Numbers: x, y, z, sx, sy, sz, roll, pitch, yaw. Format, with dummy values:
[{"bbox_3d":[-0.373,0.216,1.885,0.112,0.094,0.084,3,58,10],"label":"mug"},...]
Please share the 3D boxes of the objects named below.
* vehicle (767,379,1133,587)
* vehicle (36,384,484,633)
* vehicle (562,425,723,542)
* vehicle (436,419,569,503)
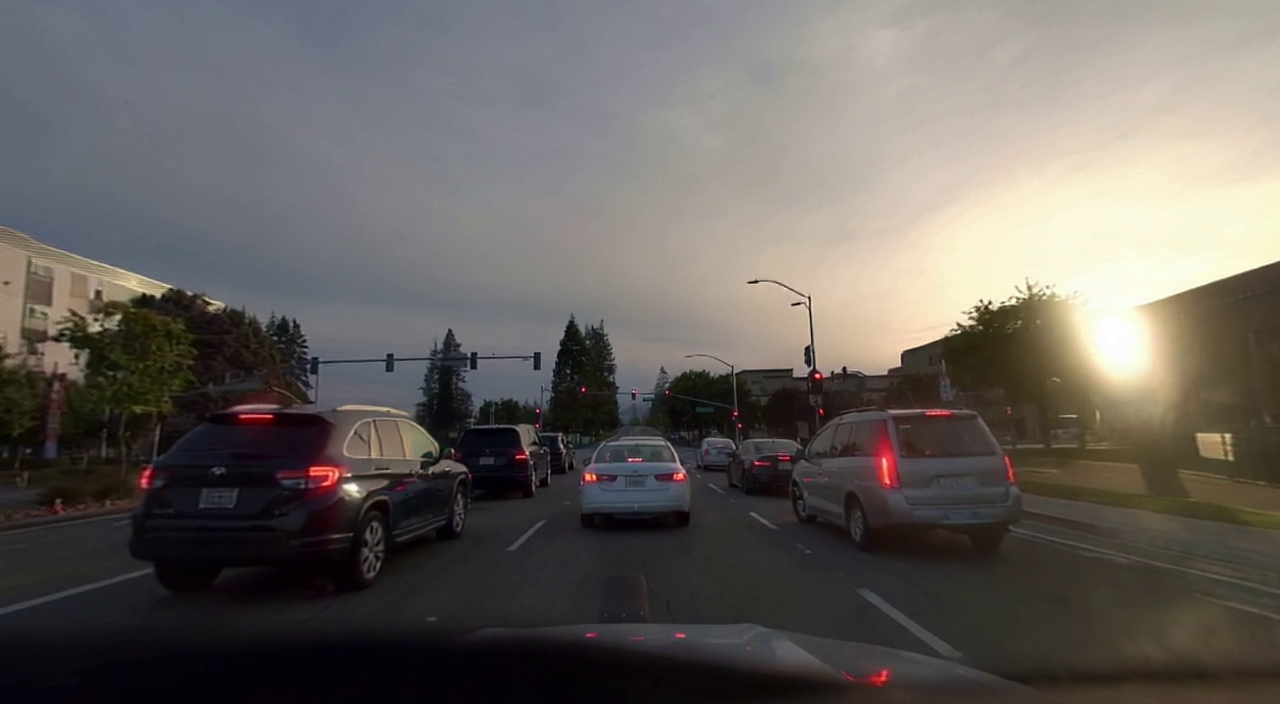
[{"bbox_3d":[3.237,1.505,7.998,2.141,1.833,4.704,0,-8,-2],"label":"vehicle"},{"bbox_3d":[-3.151,1.379,6.511,1.912,1.703,4.261,0,-8,1],"label":"vehicle"},{"bbox_3d":[0.016,1.948,9.911,2.021,1.461,3.862,0,-8,0],"label":"vehicle"},{"bbox_3d":[-3.192,2.649,15.718,2.117,1.772,4.619,0,-8,2],"label":"vehicle"}]
